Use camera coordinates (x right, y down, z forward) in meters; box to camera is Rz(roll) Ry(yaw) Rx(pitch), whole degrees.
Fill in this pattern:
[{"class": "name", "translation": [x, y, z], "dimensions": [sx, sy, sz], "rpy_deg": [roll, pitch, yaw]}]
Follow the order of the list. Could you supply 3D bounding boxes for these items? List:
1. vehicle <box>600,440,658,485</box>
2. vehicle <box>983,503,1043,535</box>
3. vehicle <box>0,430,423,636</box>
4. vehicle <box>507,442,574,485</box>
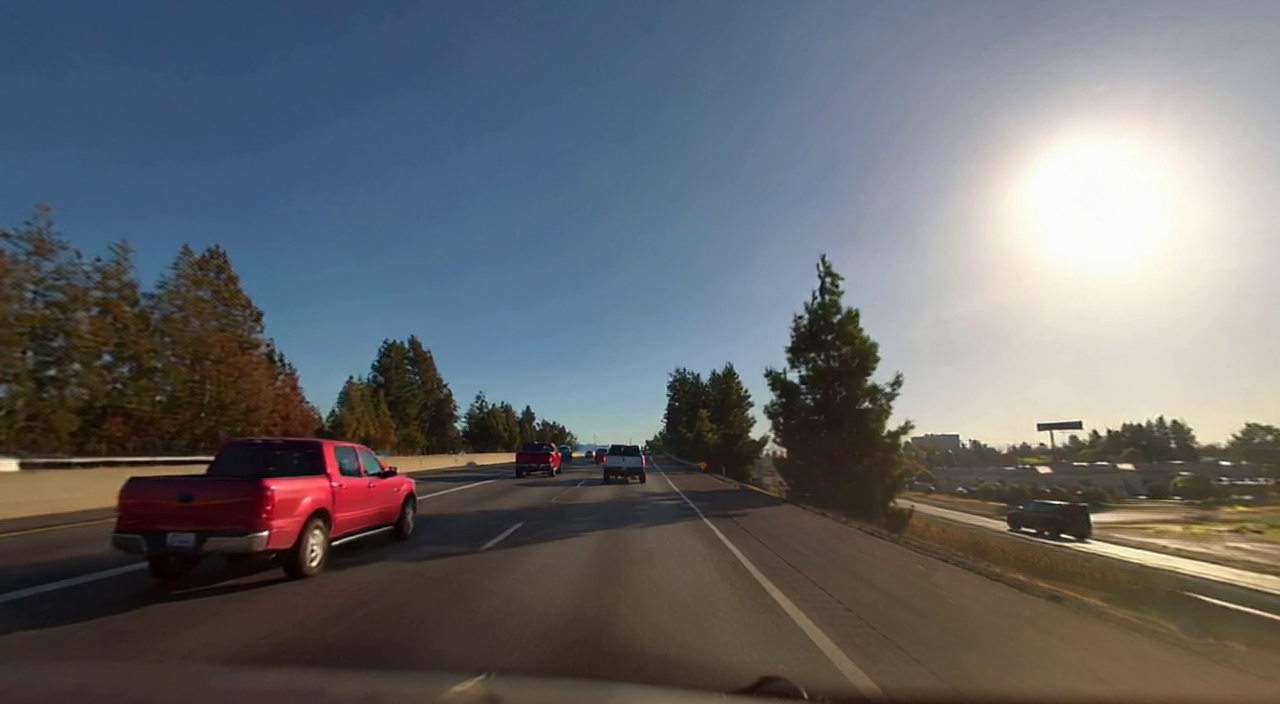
[{"class": "vehicle", "translation": [-0.378, 4.660, 26.965], "dimensions": [2.293, 1.753, 4.380], "rpy_deg": [0, -9, 1]}, {"class": "vehicle", "translation": [26.527, 11.864, 45.082], "dimensions": [1.956, 1.594, 4.425], "rpy_deg": [-1, -8, 6]}, {"class": "vehicle", "translation": [-4.111, 1.639, 6.836], "dimensions": [1.936, 1.470, 4.402], "rpy_deg": [0, -8, 0]}, {"class": "vehicle", "translation": [-4.280, 4.867, 27.982], "dimensions": [2.038, 1.704, 5.181], "rpy_deg": [0, -8, 1]}]
